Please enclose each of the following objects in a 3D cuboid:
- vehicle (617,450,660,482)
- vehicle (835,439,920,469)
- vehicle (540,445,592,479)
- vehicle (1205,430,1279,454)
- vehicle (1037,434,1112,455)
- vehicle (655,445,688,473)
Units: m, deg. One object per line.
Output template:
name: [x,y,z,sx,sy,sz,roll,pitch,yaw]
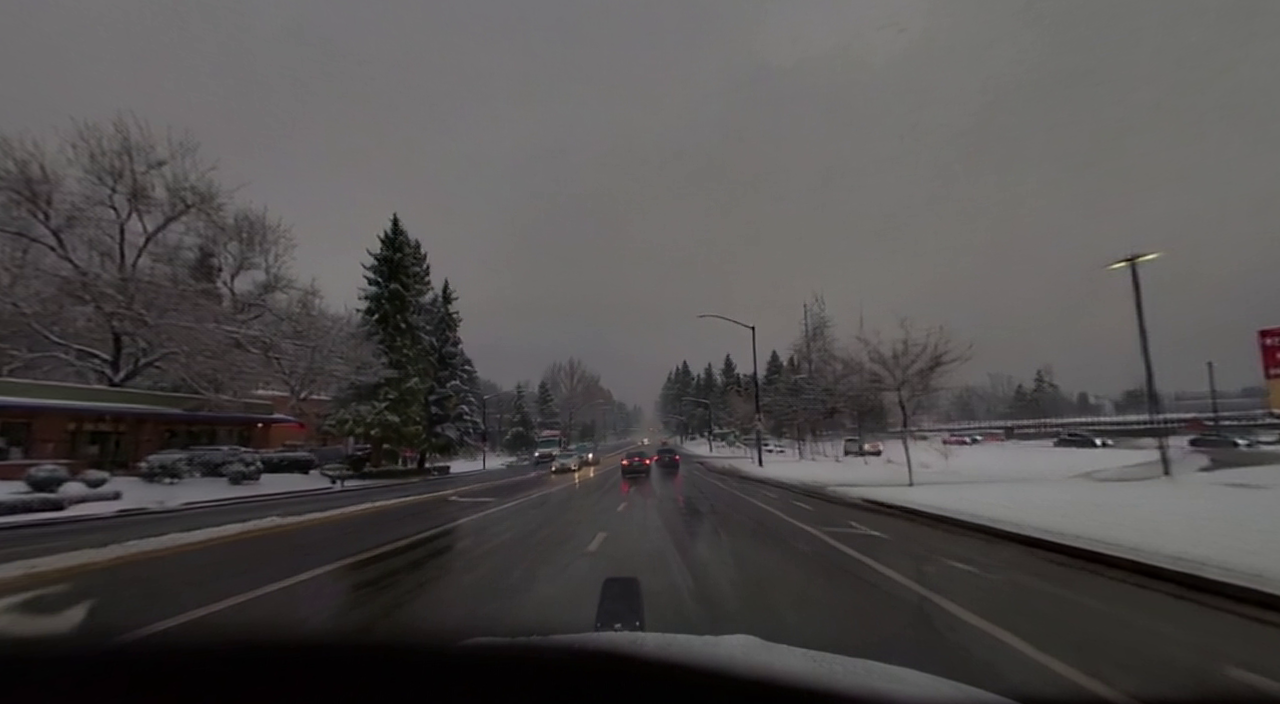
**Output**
vehicle: [-0.081,5.436,30.372,1.917,1.418,3.987,-1,-9,0]
vehicle: [17.442,7.556,47.421,2.618,1.565,11.353,-4,-7,3]
vehicle: [-4.485,6.754,39.277,2.298,1.905,5.777,-1,-9,2]
vehicle: [39.463,5.796,40.536,1.810,1.442,4.420,1,-9,-10]
vehicle: [31.492,6.693,45.849,4.202,1.432,1.934,1,-9,-9]
vehicle: [2.085,7.074,41.948,2.046,1.768,4.370,-1,-9,2]
